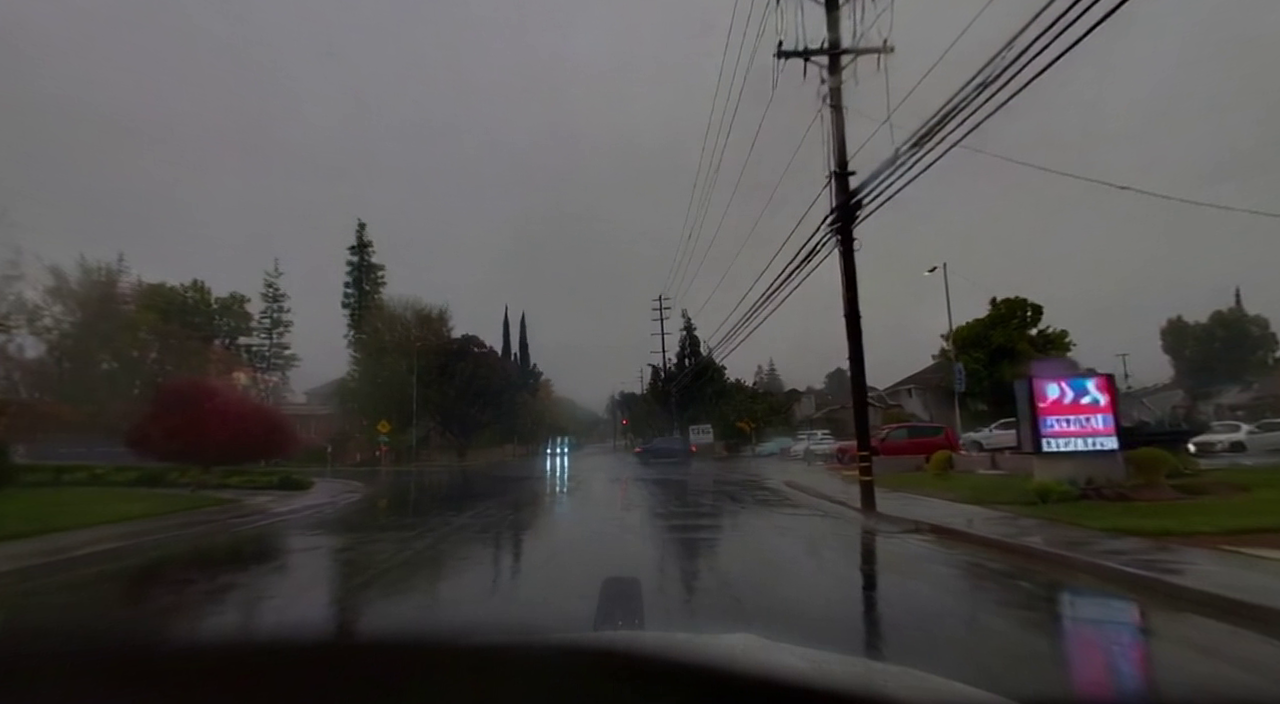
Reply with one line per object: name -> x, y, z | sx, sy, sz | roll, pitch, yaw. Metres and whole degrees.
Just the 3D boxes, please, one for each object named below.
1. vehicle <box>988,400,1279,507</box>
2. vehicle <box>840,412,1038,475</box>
vehicle -> 10.106, 1.835, 11.590 | 6.000, 1.740, 2.356 | 0, -8, -2
vehicle -> 10.067, 3.143, 21.609 | 5.593, 1.993, 2.233 | 0, -8, 0
